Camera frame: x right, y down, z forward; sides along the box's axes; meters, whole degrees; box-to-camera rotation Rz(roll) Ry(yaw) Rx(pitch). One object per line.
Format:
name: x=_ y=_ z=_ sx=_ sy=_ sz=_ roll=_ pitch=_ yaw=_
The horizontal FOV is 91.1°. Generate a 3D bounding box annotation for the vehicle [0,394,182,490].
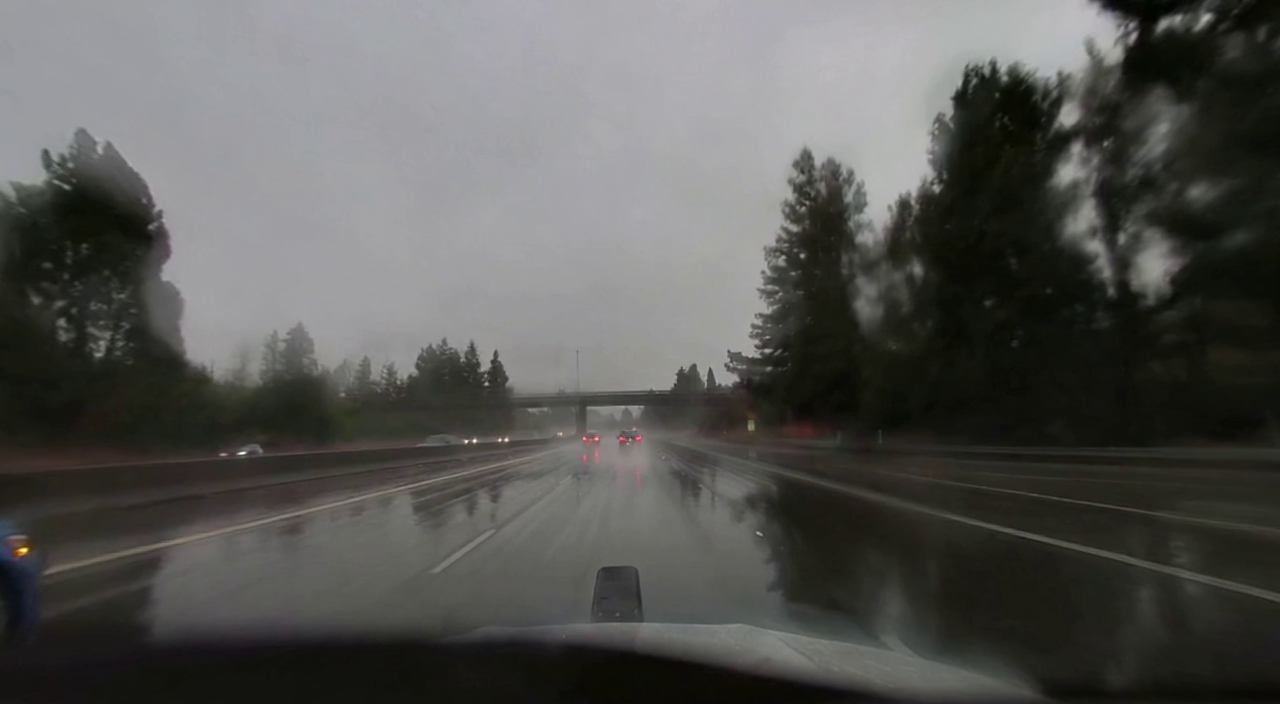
vehicle: x=-28.755 y=4.214 z=29.657 sx=2.923 sy=4.095 sz=14.129 roll=0 pitch=-8 yaw=4

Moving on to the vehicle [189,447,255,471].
vehicle: x=-28.893 y=7.397 z=43.561 sx=1.786 sy=1.493 sz=4.035 roll=0 pitch=-8 yaw=0

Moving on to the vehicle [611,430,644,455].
vehicle: x=-0.820 y=6.041 z=42.145 sx=2.116 sy=1.625 sz=4.004 roll=0 pitch=-8 yaw=-1
